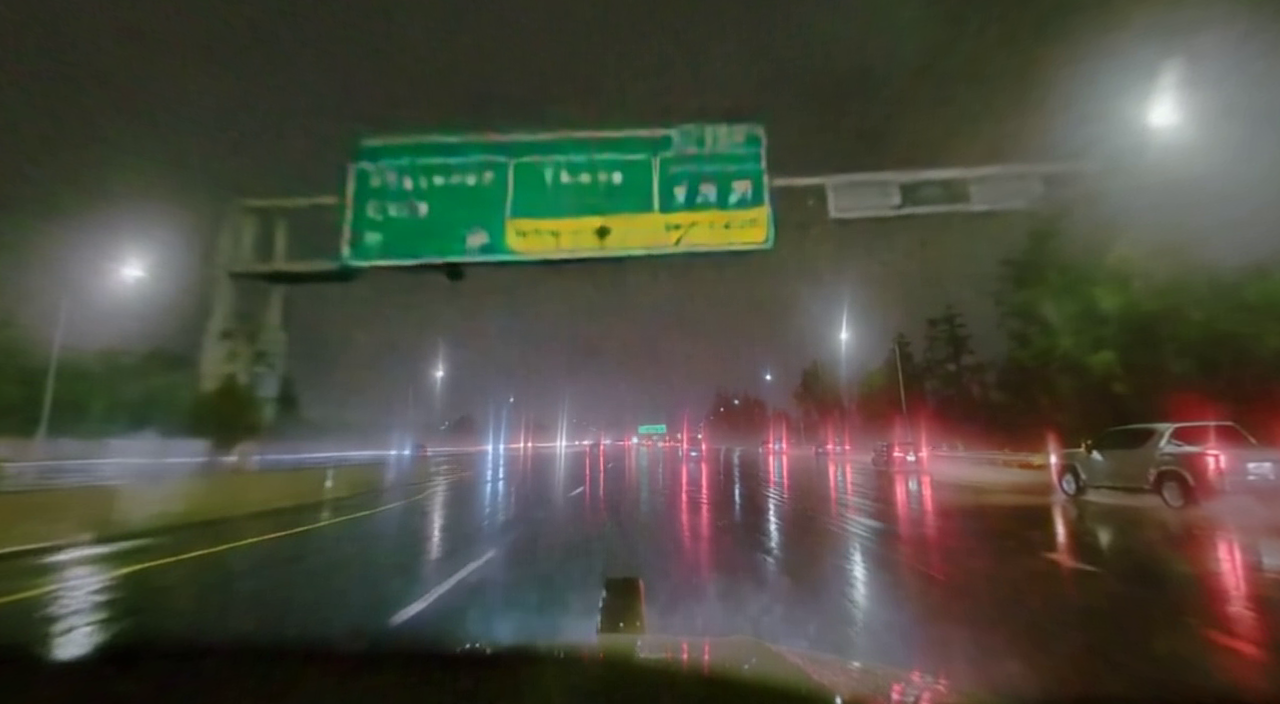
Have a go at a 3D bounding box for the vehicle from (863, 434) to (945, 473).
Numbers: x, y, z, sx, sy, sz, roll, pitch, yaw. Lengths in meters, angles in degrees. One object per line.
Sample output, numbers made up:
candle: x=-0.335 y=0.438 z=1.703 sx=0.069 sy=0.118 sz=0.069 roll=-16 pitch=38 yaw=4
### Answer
vehicle: x=13.064 y=5.050 z=31.509 sx=2.116 sy=1.754 sz=4.727 roll=0 pitch=-9 yaw=1

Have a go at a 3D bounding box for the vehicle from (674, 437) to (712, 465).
vehicle: x=3.574 y=6.795 z=43.314 sx=2.147 sy=1.794 sz=4.538 roll=0 pitch=-9 yaw=0

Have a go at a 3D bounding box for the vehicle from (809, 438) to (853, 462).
vehicle: x=14.354 y=7.415 z=47.555 sx=2.020 sy=1.707 sz=4.424 roll=0 pitch=-9 yaw=1

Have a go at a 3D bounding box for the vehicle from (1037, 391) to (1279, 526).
vehicle: x=11.549 y=2.186 z=13.224 sx=2.442 sy=2.140 sz=6.462 roll=0 pitch=-9 yaw=3
